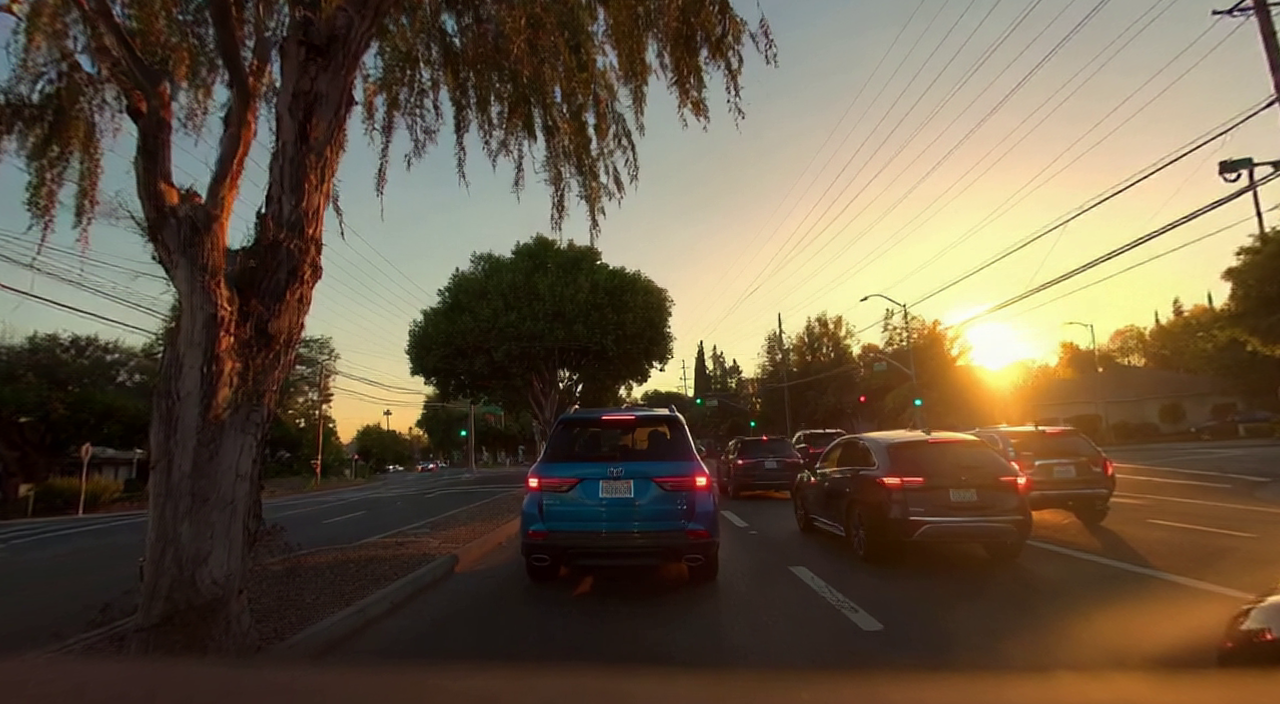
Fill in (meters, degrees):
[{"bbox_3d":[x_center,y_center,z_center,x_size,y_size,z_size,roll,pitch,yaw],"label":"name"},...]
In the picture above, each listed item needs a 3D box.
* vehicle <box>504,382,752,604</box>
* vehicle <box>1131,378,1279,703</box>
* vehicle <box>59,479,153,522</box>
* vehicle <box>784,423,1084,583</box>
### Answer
[{"bbox_3d":[-0.142,1.585,7.922,2.231,1.998,4.254,0,-9,-1],"label":"vehicle"},{"bbox_3d":[3.275,0.628,0.756,1.889,1.517,4.308,0,-9,0],"label":"vehicle"},{"bbox_3d":[-26.341,7.328,31.151,4.526,1.715,1.989,-11,-13,29],"label":"vehicle"},{"bbox_3d":[3.457,1.844,8.584,1.880,1.579,4.401,0,-9,-1],"label":"vehicle"}]
